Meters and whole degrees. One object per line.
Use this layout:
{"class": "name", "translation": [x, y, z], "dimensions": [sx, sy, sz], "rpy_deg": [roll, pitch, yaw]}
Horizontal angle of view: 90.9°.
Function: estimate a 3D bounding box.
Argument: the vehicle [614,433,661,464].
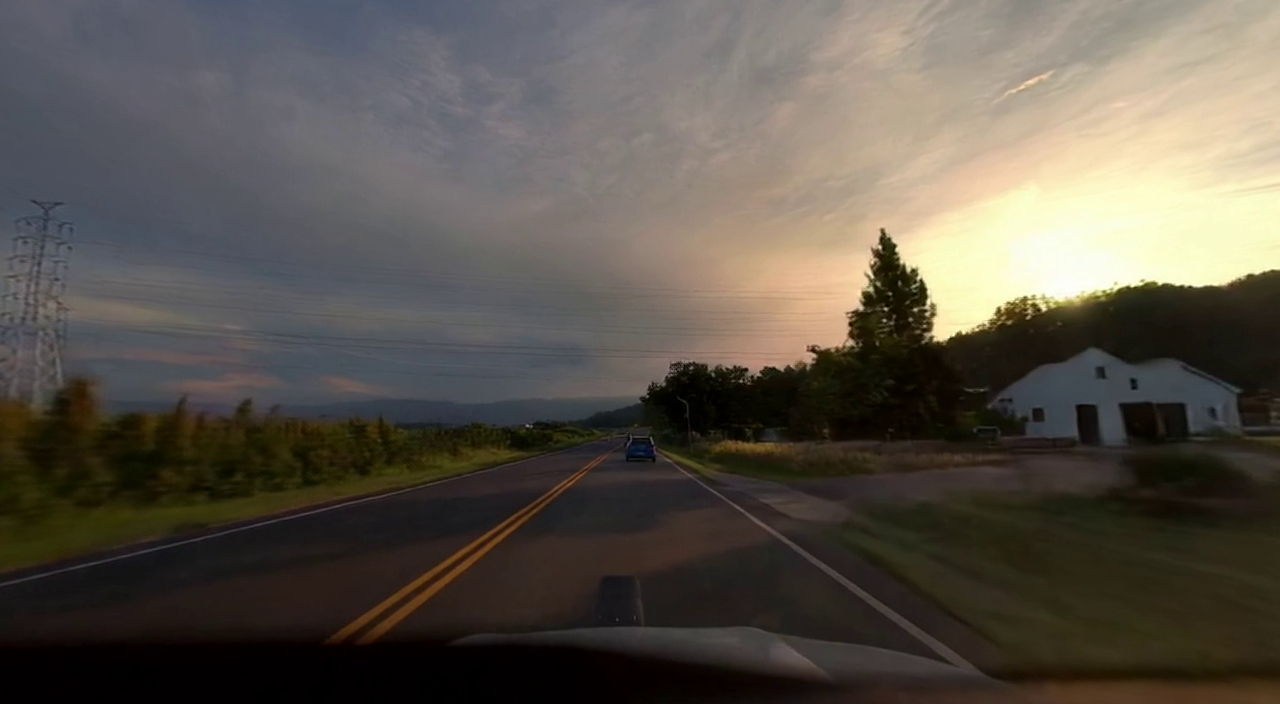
{"class": "vehicle", "translation": [-0.138, 4.911, 32.279], "dimensions": [2.241, 1.471, 3.829], "rpy_deg": [0, -8, -1]}
